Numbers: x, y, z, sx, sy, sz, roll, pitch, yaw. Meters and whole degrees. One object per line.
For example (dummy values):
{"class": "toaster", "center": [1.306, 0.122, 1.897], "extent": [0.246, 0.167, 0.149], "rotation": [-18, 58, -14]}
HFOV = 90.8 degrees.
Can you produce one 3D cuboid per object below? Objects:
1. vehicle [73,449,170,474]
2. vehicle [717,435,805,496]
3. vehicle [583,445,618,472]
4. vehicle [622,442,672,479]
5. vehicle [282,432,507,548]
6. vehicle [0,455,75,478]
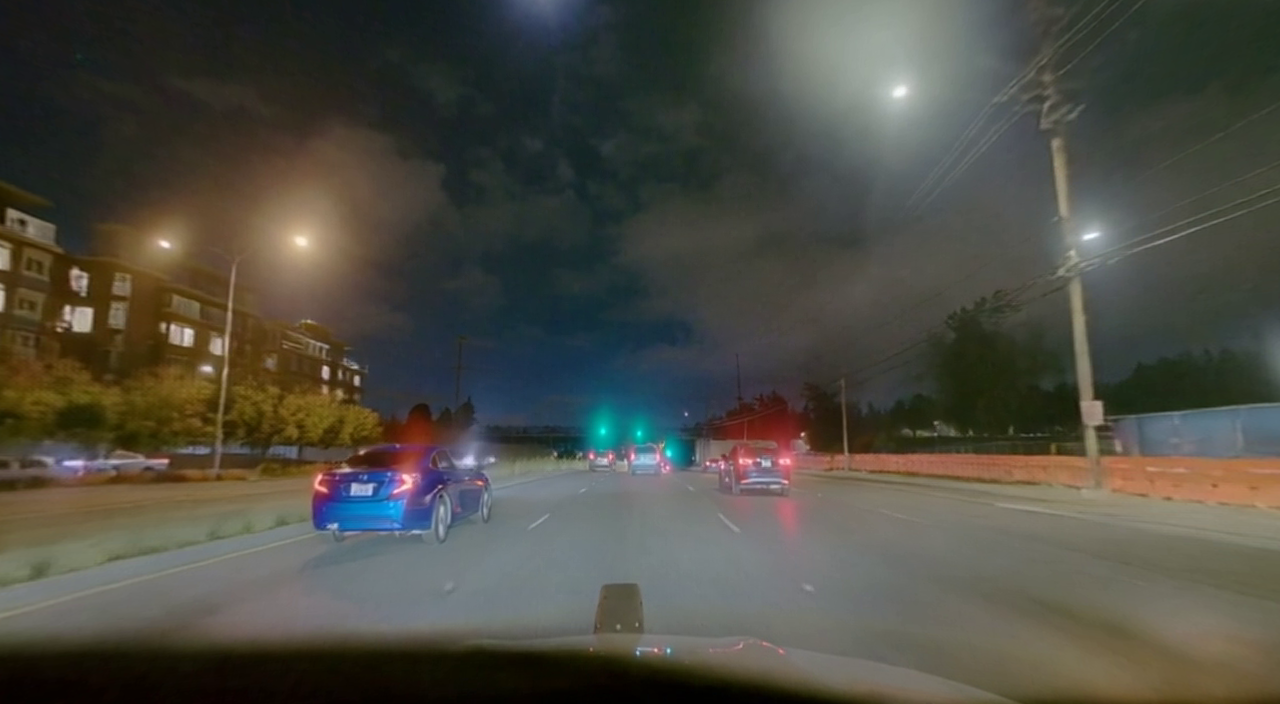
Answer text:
{"class": "vehicle", "center": [-36.248, 7.634, 44.266], "extent": [4.874, 1.671, 1.983], "rotation": [1, -8, -2]}
{"class": "vehicle", "center": [3.849, 3.695, 20.933], "extent": [2.029, 1.797, 4.218], "rotation": [0, -8, -1]}
{"class": "vehicle", "center": [-2.827, 7.688, 46.056], "extent": [2.190, 1.832, 4.417], "rotation": [0, -8, 1]}
{"class": "vehicle", "center": [0.352, 5.353, 31.499], "extent": [2.291, 1.714, 4.217], "rotation": [0, -8, 0]}
{"class": "vehicle", "center": [-3.632, 2.106, 10.341], "extent": [1.968, 1.473, 4.209], "rotation": [0, -8, 0]}
{"class": "vehicle", "center": [-36.845, 6.865, 37.829], "extent": [4.090, 1.271, 1.813], "rotation": [1, -8, -3]}
